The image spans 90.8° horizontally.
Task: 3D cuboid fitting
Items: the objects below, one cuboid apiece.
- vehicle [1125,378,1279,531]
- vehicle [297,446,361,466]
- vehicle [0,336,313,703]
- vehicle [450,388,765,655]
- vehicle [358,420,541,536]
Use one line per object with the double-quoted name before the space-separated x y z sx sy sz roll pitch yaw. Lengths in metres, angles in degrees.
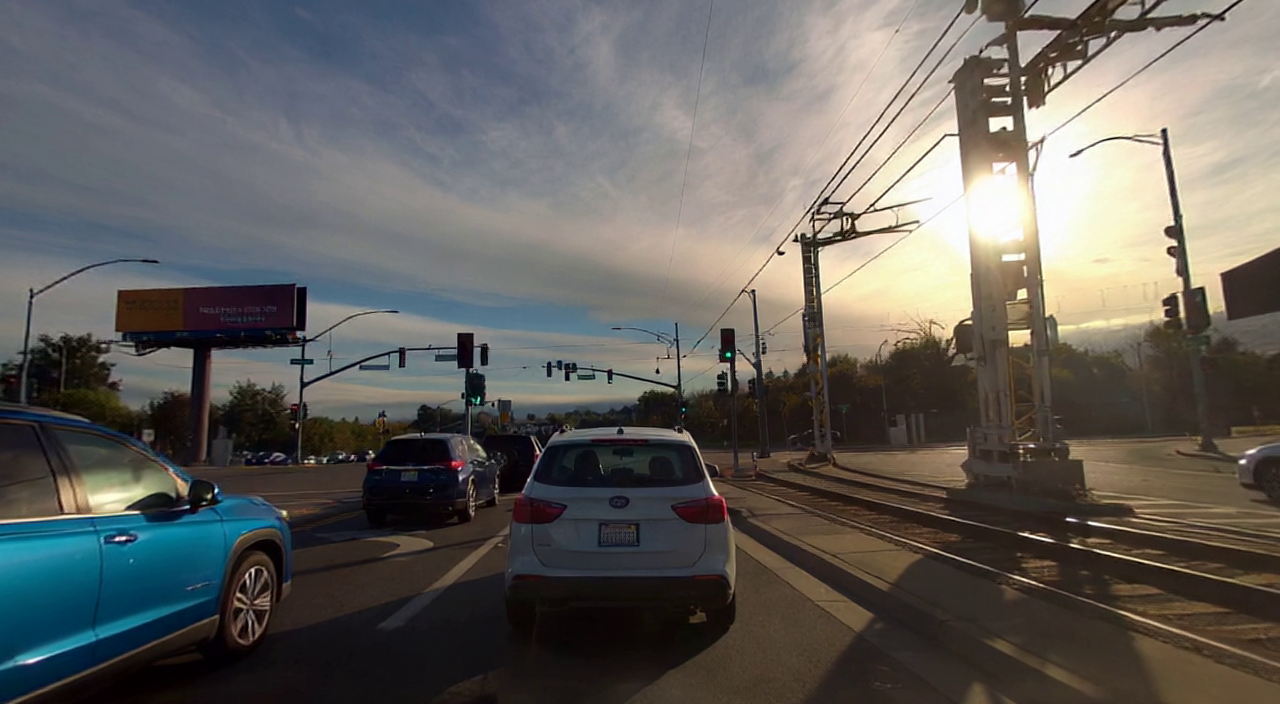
"vehicle" 9.615 1.312 8.182 5.060 1.702 2.033 1 -9 -4
"vehicle" -24.193 8.065 49.086 4.357 1.444 1.842 -3 -9 19
"vehicle" -3.931 0.862 2.969 2.052 1.814 5.184 0 -9 -1
"vehicle" -0.212 1.371 5.990 2.025 1.723 3.644 0 -9 0
"vehicle" -3.145 2.183 11.506 1.988 1.678 4.317 0 -9 0
